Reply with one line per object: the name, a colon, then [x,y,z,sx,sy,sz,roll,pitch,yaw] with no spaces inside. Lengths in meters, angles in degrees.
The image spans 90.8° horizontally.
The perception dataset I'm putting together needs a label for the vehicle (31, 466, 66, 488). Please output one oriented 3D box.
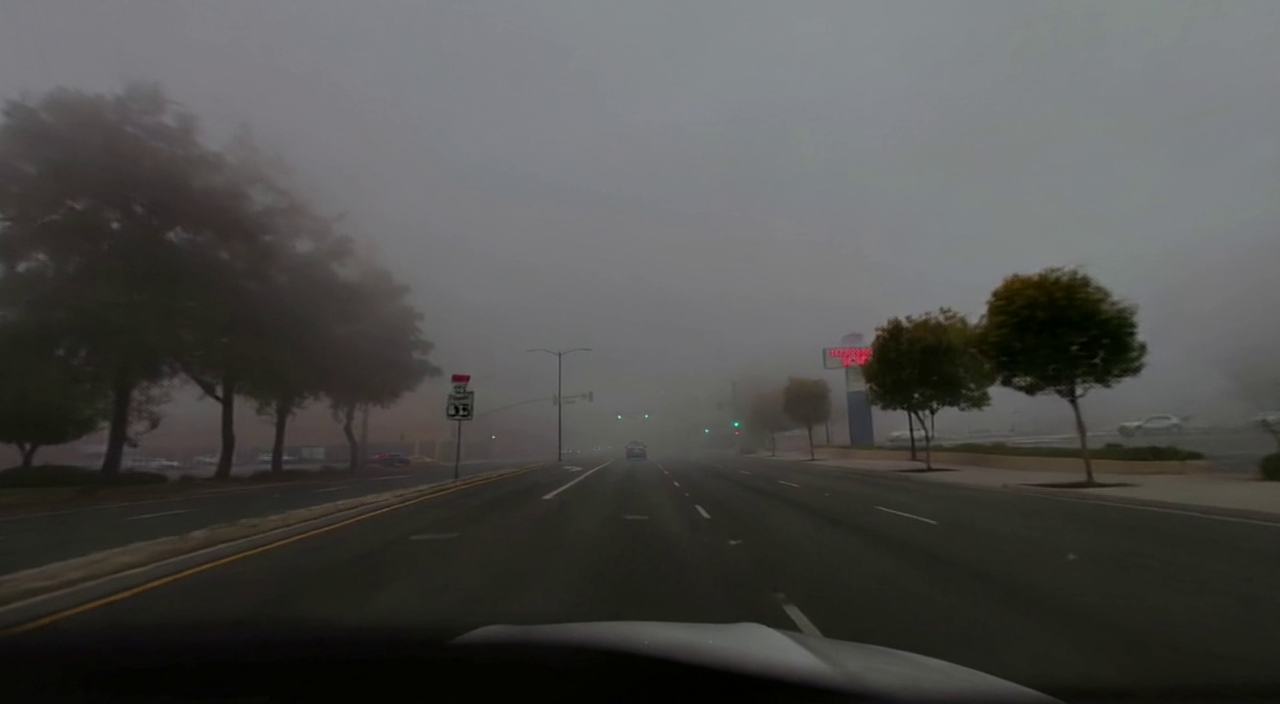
vehicle: [-45.776,9.642,48.874,1.745,1.483,4.443,9,-12,-43]
